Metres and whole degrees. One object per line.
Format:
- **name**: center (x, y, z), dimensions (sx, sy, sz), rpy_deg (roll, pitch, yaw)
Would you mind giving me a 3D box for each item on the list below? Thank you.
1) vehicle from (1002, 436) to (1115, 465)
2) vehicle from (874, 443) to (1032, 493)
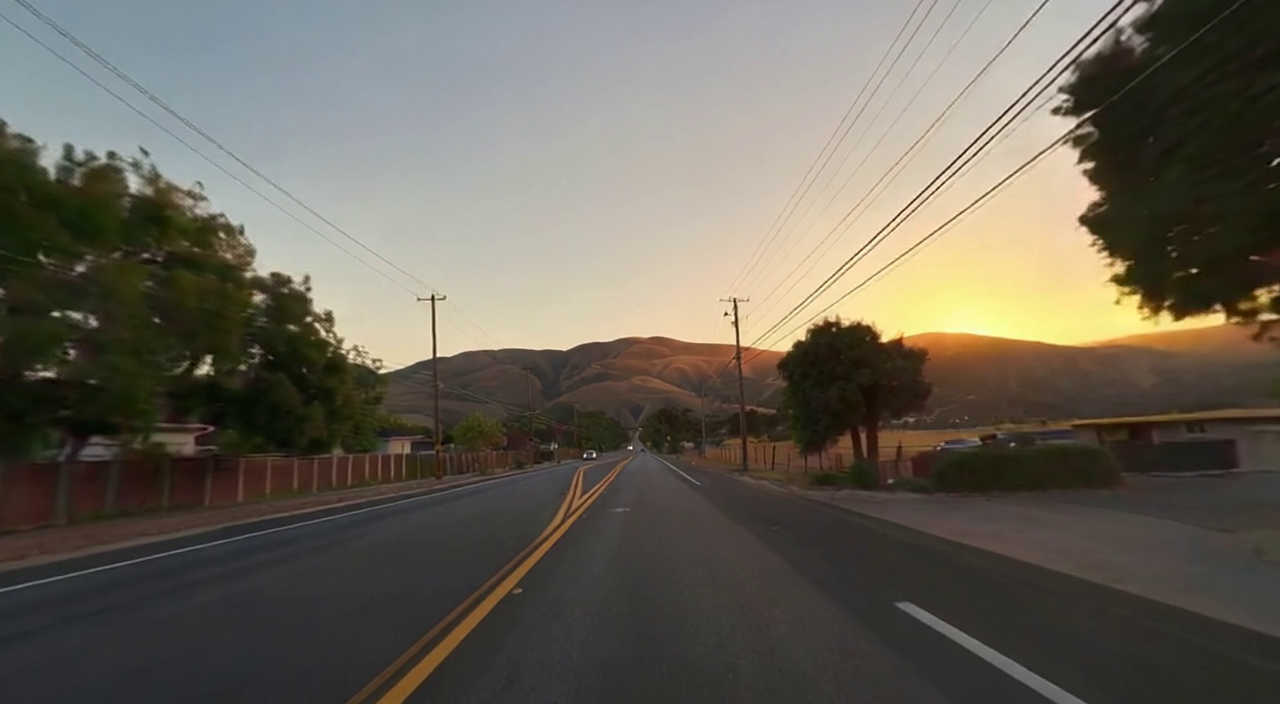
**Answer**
- **vehicle**: center (22.087, 5.210, 33.297), dimensions (4.490, 1.470, 1.979), rpy_deg (-1, -9, 3)
- **vehicle**: center (10.403, 3.877, 21.296), dimensions (4.540, 1.505, 2.021), rpy_deg (-3, -9, 21)
